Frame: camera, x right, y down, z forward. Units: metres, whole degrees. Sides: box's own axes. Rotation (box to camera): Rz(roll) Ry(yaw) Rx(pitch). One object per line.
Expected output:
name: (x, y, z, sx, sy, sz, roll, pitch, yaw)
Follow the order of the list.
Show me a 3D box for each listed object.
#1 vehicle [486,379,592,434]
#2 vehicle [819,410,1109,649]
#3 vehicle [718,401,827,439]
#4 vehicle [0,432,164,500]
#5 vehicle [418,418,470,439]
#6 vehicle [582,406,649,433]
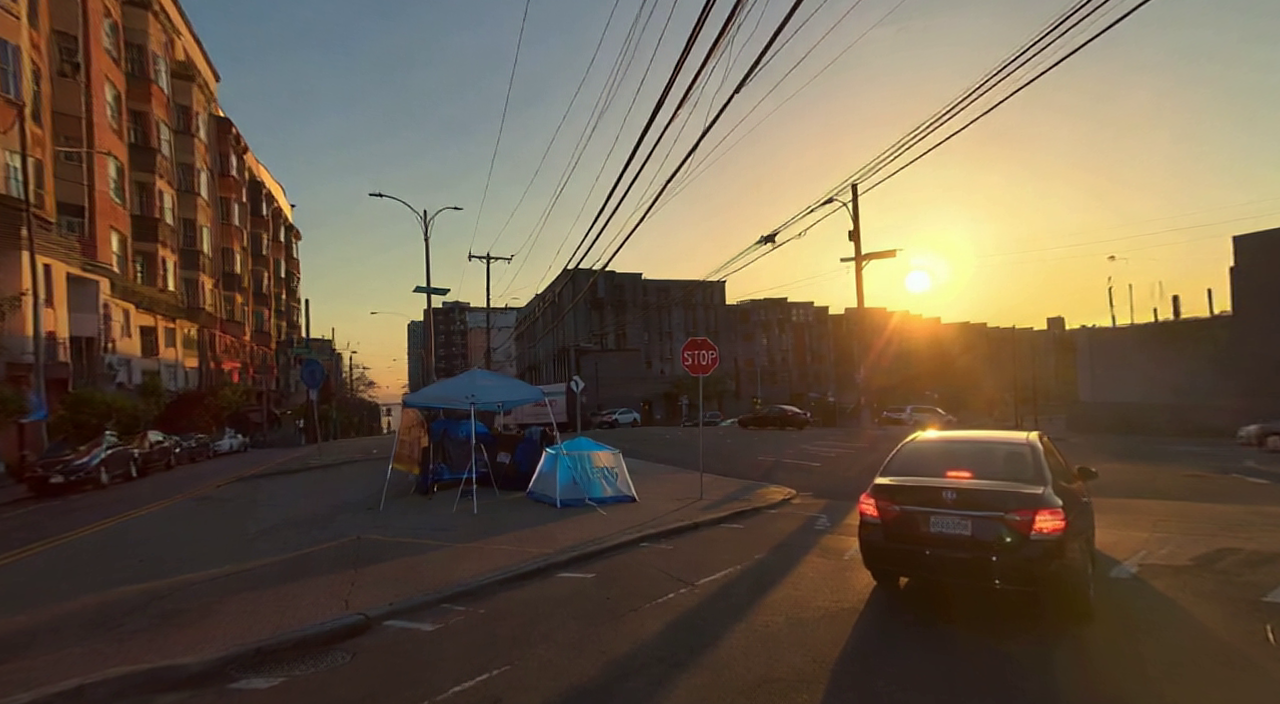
vehicle: (-6.444, 3.538, 39.596, 7.172, 3.075, 2.584, -7, -10, 41)
vehicle: (3.531, 1.573, 6.747, 1.945, 1.647, 4.160, -6, -10, 32)
vehicle: (5.772, 3.084, 27.956, 4.363, 1.511, 1.838, -8, -11, 42)
vehicle: (-17.183, 3.480, 19.833, 2.054, 1.800, 5.212, 3, -9, -21)
vehicle: (-15.331, 6.011, 49.350, 2.089, 1.506, 4.641, 7, -11, -41)
vehicle: (-1.615, 4.295, 39.759, 1.790, 1.468, 4.422, 7, -11, -42)
